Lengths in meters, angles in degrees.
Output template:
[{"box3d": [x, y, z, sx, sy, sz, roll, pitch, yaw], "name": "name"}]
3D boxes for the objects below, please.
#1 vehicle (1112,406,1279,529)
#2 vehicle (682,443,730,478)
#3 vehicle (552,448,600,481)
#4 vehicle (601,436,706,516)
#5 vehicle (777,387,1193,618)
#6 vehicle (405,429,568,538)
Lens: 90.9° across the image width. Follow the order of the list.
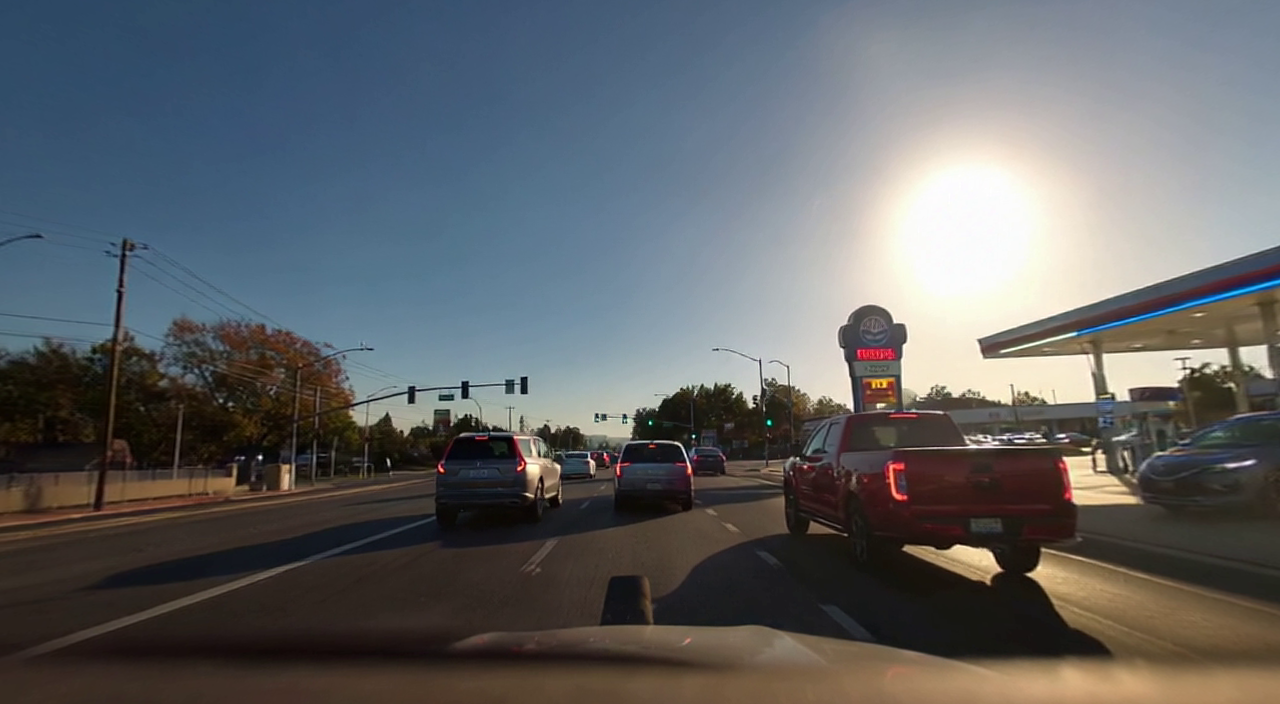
[{"box3d": [13.003, 2.087, 12.547, 5.925, 2.008, 2.478, 0, -8, -16], "name": "vehicle"}, {"box3d": [3.525, 5.857, 34.225, 2.122, 1.745, 4.337, 0, -8, 0], "name": "vehicle"}, {"box3d": [-3.161, 5.659, 32.000, 1.954, 1.497, 4.078, 0, -8, 1], "name": "vehicle"}, {"box3d": [0.262, 2.889, 15.223, 2.181, 1.650, 4.083, 0, -8, -1], "name": "vehicle"}, {"box3d": [3.383, 1.610, 7.854, 2.161, 1.868, 5.321, 0, -8, 0], "name": "vehicle"}, {"box3d": [-2.735, 2.438, 12.374, 2.019, 1.731, 4.299, 0, -8, 1], "name": "vehicle"}]
